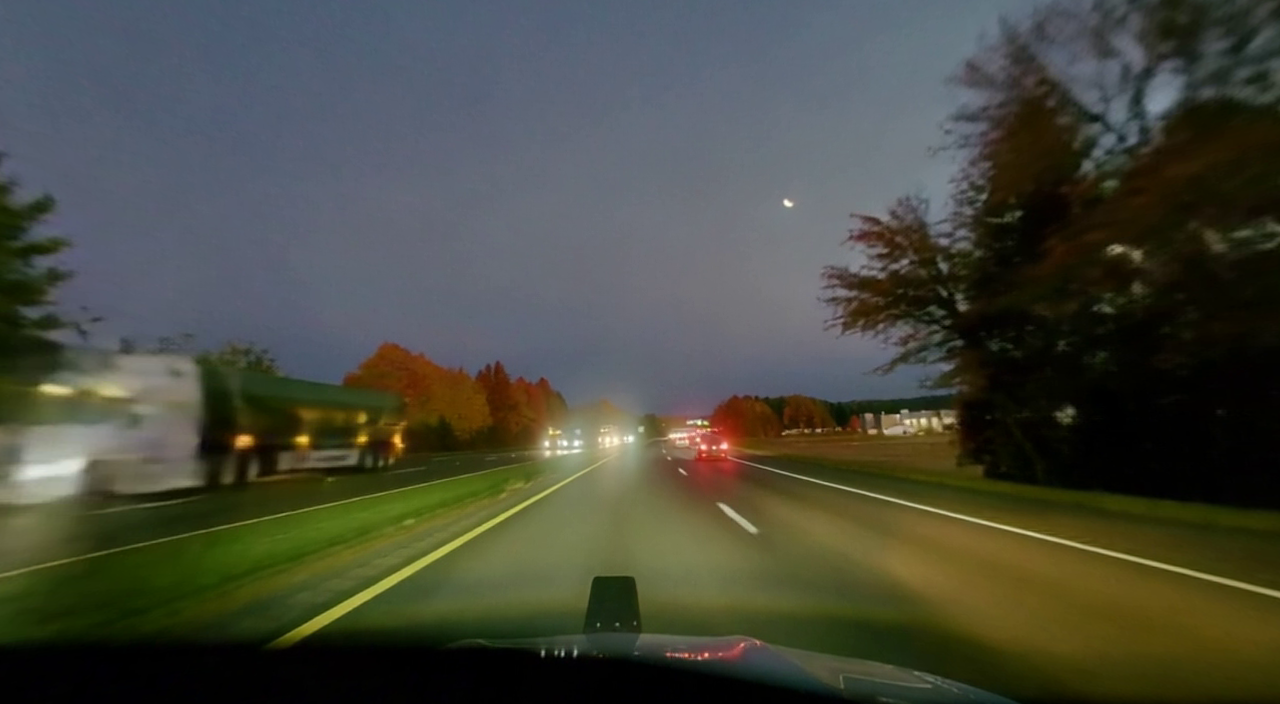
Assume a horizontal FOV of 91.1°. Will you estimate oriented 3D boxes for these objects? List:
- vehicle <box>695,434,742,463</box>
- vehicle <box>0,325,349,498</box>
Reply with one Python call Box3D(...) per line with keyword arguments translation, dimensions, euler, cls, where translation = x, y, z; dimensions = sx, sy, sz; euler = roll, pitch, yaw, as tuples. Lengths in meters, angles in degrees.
Box3D(translation=(4.280, 5.328, 34.823), dimensions=(2.024, 1.516, 4.197), euler=(0, -8, 0), cls="vehicle")
Box3D(translation=(-12.931, 2.027, 19.293), dimensions=(3.048, 3.893, 10.150), euler=(0, -8, 0), cls="vehicle")
